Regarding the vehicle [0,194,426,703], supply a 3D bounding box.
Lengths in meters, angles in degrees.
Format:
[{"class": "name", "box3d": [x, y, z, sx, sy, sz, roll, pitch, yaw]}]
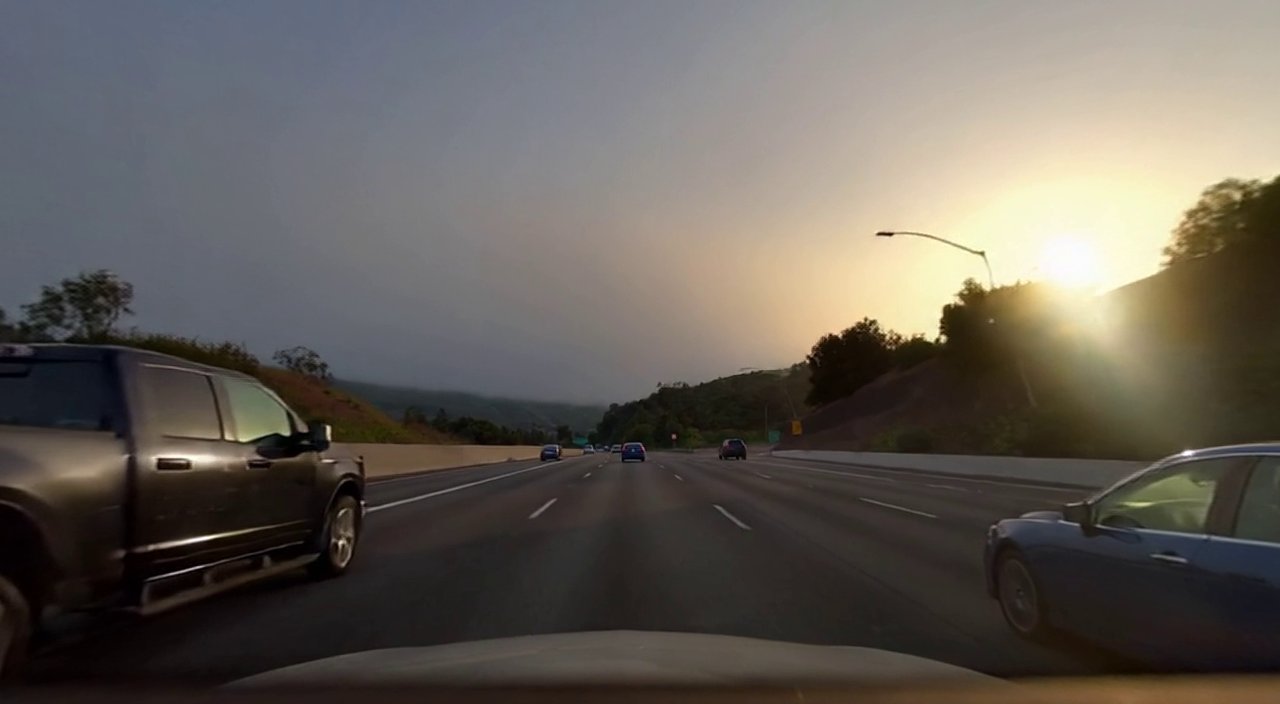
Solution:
[{"class": "vehicle", "box3d": [-3.662, 0.758, 3.892, 2.592, 2.179, 6.034, 0, -8, 0]}]

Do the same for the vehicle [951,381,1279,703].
[{"class": "vehicle", "box3d": [3.126, 0.808, 1.765, 2.072, 1.501, 4.694, 0, -8, -1]}]

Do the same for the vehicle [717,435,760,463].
[{"class": "vehicle", "box3d": [6.848, 6.843, 44.647, 2.103, 1.898, 5.310, 0, -9, -1]}]

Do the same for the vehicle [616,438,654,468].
[{"class": "vehicle", "box3d": [-0.330, 5.951, 37.355, 2.157, 1.642, 4.189, 0, -8, -1]}]
